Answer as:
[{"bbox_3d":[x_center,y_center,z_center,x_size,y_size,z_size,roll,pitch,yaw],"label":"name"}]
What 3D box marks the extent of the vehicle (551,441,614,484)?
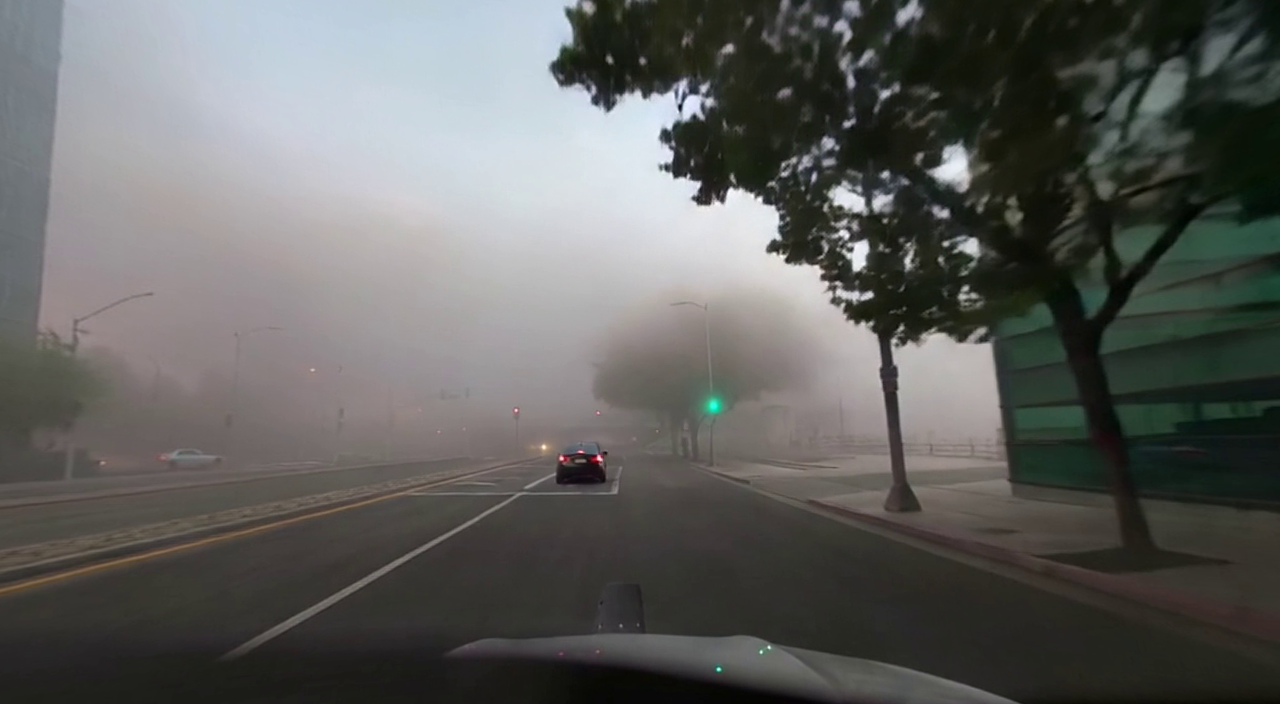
[{"bbox_3d":[-2.068,4.107,23.872,2.154,1.465,4.532,0,-8,-3],"label":"vehicle"}]
